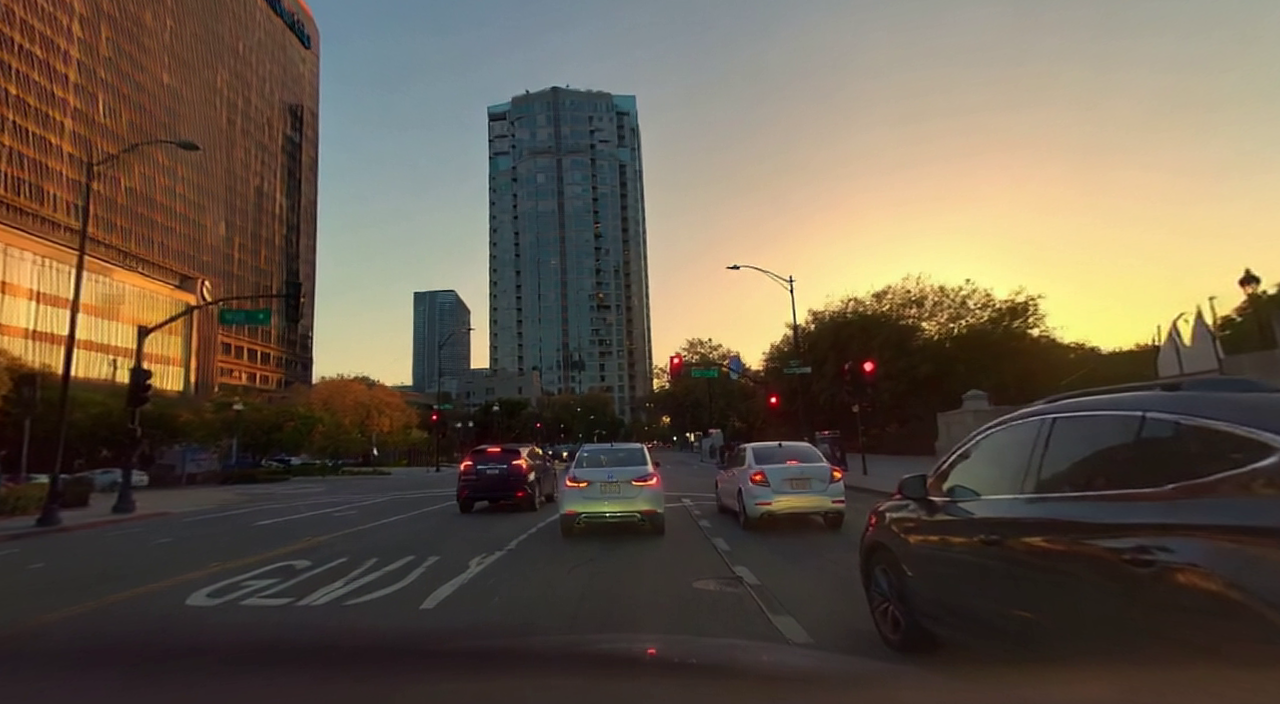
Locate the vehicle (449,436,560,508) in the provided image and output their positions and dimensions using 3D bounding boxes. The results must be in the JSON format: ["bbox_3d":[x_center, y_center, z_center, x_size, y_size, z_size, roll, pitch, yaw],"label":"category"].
[{"bbox_3d":[-3.451,3.148,17.113,2.045,1.633,4.864,0,-9,-1],"label":"vehicle"}]

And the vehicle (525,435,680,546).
[{"bbox_3d":[-0.522,2.190,10.672,2.096,1.492,4.071,0,-9,0],"label":"vehicle"}]

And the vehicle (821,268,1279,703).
[{"bbox_3d":[2.650,0.937,3.244,2.096,1.775,4.440,0,-9,0],"label":"vehicle"}]

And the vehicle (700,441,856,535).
[{"bbox_3d":[2.341,2.433,11.958,1.943,1.449,4.202,0,-9,-1],"label":"vehicle"}]

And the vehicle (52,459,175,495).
[{"bbox_3d":[-27.795,6.581,33.498,4.612,1.752,1.953,0,-9,-4],"label":"vehicle"}]
